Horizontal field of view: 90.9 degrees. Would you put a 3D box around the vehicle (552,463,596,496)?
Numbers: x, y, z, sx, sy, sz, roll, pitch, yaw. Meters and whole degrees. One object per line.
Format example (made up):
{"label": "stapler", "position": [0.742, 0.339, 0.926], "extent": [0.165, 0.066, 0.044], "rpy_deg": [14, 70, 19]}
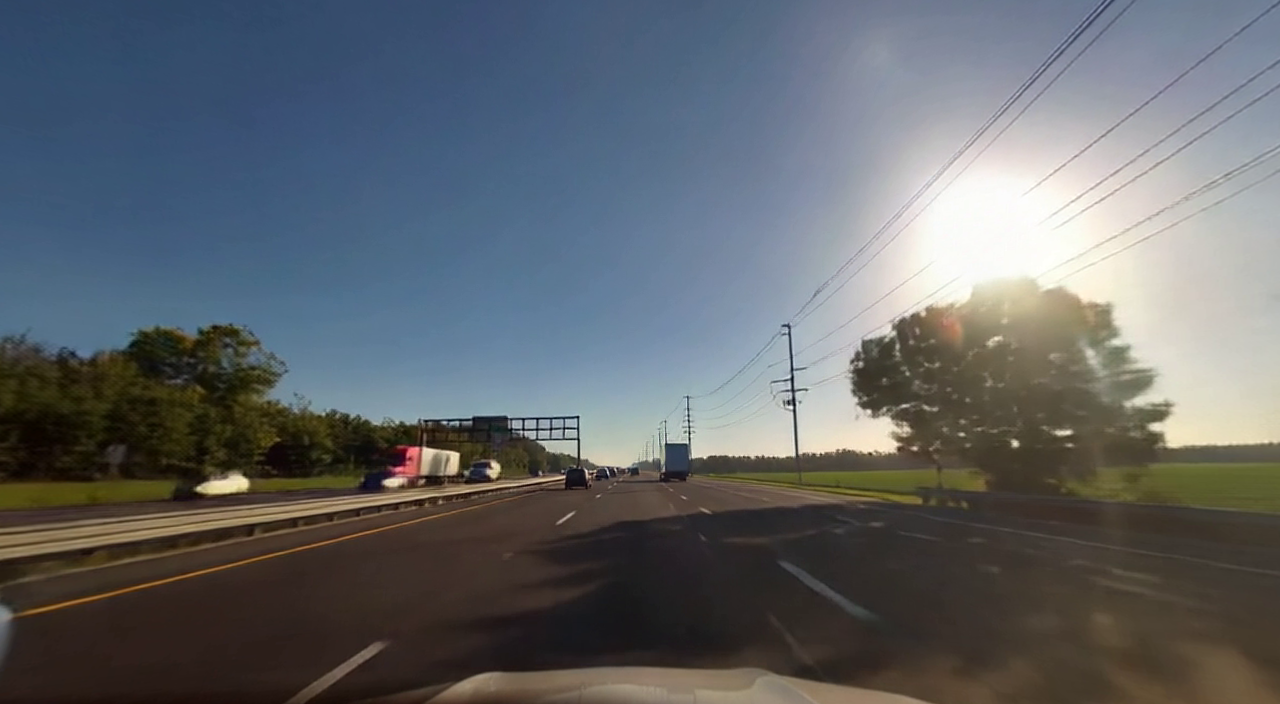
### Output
{"label": "vehicle", "position": [-3.532, 6.914, 34.328], "extent": [1.942, 1.597, 3.943], "rpy_deg": [1, -11, 0]}

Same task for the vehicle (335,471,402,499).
{"label": "vehicle", "position": [-15.635, 7.679, 36.550], "extent": [1.869, 1.466, 4.440], "rpy_deg": [1, -11, 0]}

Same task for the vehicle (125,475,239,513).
{"label": "vehicle", "position": [-19.497, 6.039, 27.052], "extent": [1.770, 1.409, 4.105], "rpy_deg": [1, -11, 0]}
